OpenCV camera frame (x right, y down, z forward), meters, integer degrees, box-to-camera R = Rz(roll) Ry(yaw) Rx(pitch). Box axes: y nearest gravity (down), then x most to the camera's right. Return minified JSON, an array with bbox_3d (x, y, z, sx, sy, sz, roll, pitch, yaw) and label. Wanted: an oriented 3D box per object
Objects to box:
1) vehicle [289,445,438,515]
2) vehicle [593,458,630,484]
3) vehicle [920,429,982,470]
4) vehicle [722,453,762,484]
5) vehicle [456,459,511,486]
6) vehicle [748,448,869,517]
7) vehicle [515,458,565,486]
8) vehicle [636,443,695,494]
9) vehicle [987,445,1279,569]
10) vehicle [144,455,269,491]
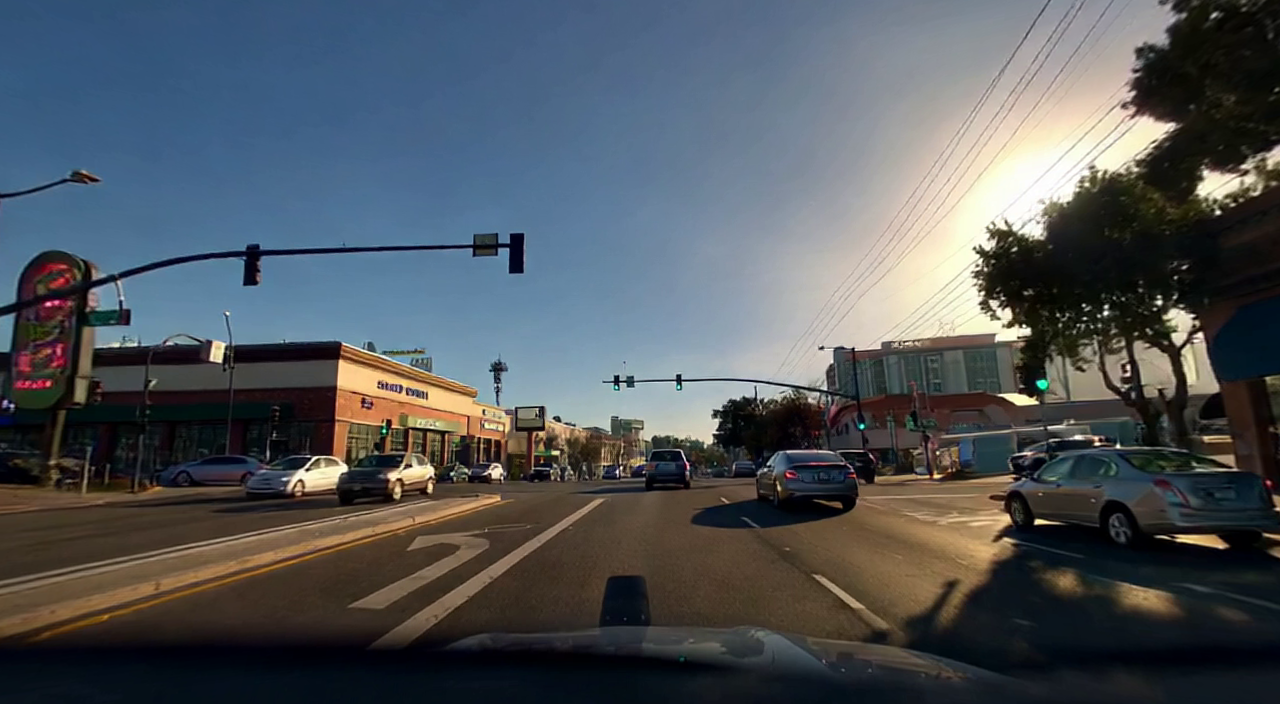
[{"bbox_3d":[-7.560,3.489,17.841,1.995,1.718,4.442,0,-8,3],"label":"vehicle"},{"bbox_3d":[-2.011,8.675,46.226,2.041,1.494,4.647,-3,-6,5],"label":"vehicle"},{"bbox_3d":[20.193,6.298,40.838,2.521,2.491,5.455,-8,-11,35],"label":"vehicle"},{"bbox_3d":[6.272,7.174,39.061,2.036,1.719,4.318,-1,-8,4],"label":"vehicle"},{"bbox_3d":[-9.865,7.627,40.163,1.938,1.506,4.771,-1,-8,5],"label":"vehicle"},{"bbox_3d":[4.120,3.233,16.279,1.963,1.484,4.609,0,-8,1],"label":"vehicle"},{"bbox_3d":[-6.253,7.539,39.917,1.993,1.491,4.673,-1,-8,5],"label":"vehicle"},{"bbox_3d":[1.110,4.678,25.759,2.210,1.861,4.280,-1,-8,4],"label":"vehicle"},{"bbox_3d":[7.668,2.200,9.921,1.911,1.466,4.572,0,-8,2],"label":"vehicle"},{"bbox_3d":[-19.355,5.363,28.249,4.404,1.462,2.075,-2,-8,12],"label":"vehicle"}]
